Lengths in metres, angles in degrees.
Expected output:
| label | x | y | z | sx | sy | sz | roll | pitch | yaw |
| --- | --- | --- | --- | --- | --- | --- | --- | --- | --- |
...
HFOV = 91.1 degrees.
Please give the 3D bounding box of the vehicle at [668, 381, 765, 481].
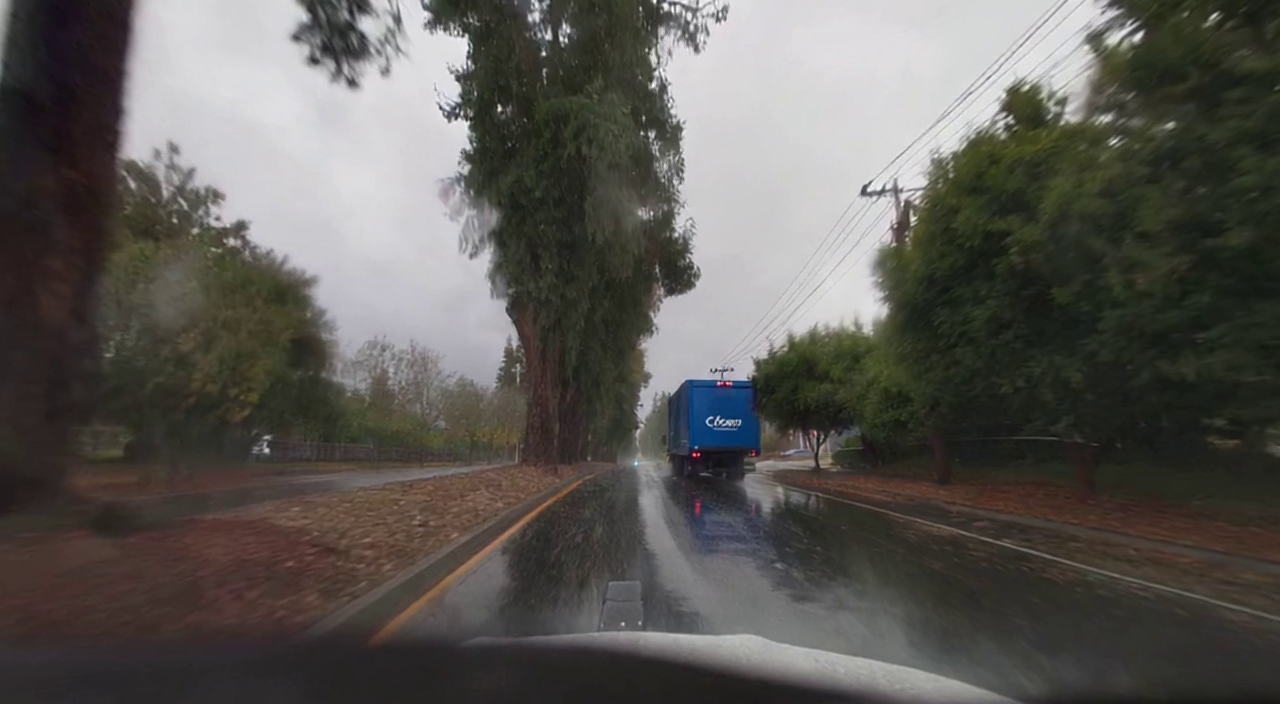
| label | x | y | z | sx | sy | sz | roll | pitch | yaw |
| --- | --- | --- | --- | --- | --- | --- | --- | --- | --- |
| vehicle | 3.145 | 3.706 | 28.830 | 2.973 | 3.848 | 9.336 | 0 | -8 | -2 |
